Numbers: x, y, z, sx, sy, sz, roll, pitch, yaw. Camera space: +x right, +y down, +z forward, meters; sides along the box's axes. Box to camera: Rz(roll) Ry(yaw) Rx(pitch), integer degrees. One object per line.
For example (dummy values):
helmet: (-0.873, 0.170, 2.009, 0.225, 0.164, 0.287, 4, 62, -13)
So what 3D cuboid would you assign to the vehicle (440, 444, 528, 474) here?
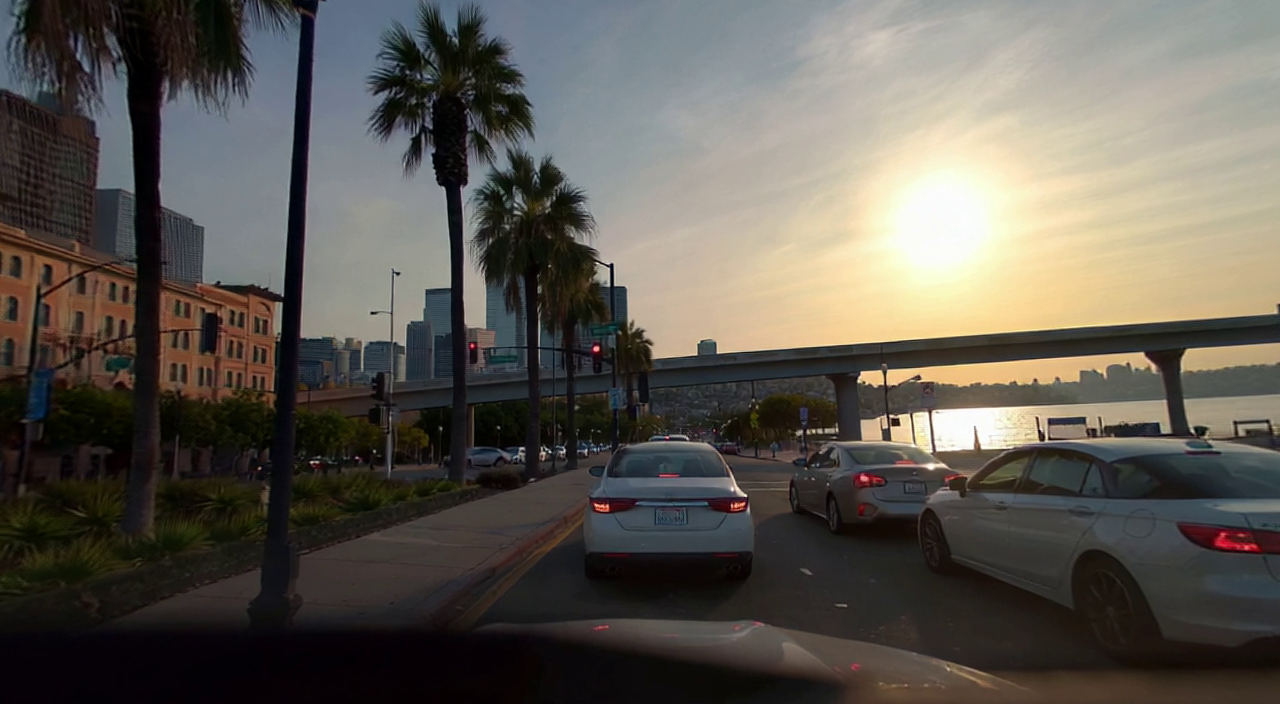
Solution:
vehicle: (-8.908, 6.119, 36.280, 2.022, 1.604, 4.495, -9, -12, 43)

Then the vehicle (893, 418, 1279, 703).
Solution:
vehicle: (3.911, 1.366, 5.091, 1.913, 1.469, 4.425, 0, -9, 0)

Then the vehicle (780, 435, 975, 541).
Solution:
vehicle: (3.889, 2.287, 11.308, 1.920, 1.490, 4.417, -1, -9, 2)

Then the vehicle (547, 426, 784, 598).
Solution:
vehicle: (0.259, 1.703, 7.505, 2.093, 1.503, 3.681, 0, -9, 1)
